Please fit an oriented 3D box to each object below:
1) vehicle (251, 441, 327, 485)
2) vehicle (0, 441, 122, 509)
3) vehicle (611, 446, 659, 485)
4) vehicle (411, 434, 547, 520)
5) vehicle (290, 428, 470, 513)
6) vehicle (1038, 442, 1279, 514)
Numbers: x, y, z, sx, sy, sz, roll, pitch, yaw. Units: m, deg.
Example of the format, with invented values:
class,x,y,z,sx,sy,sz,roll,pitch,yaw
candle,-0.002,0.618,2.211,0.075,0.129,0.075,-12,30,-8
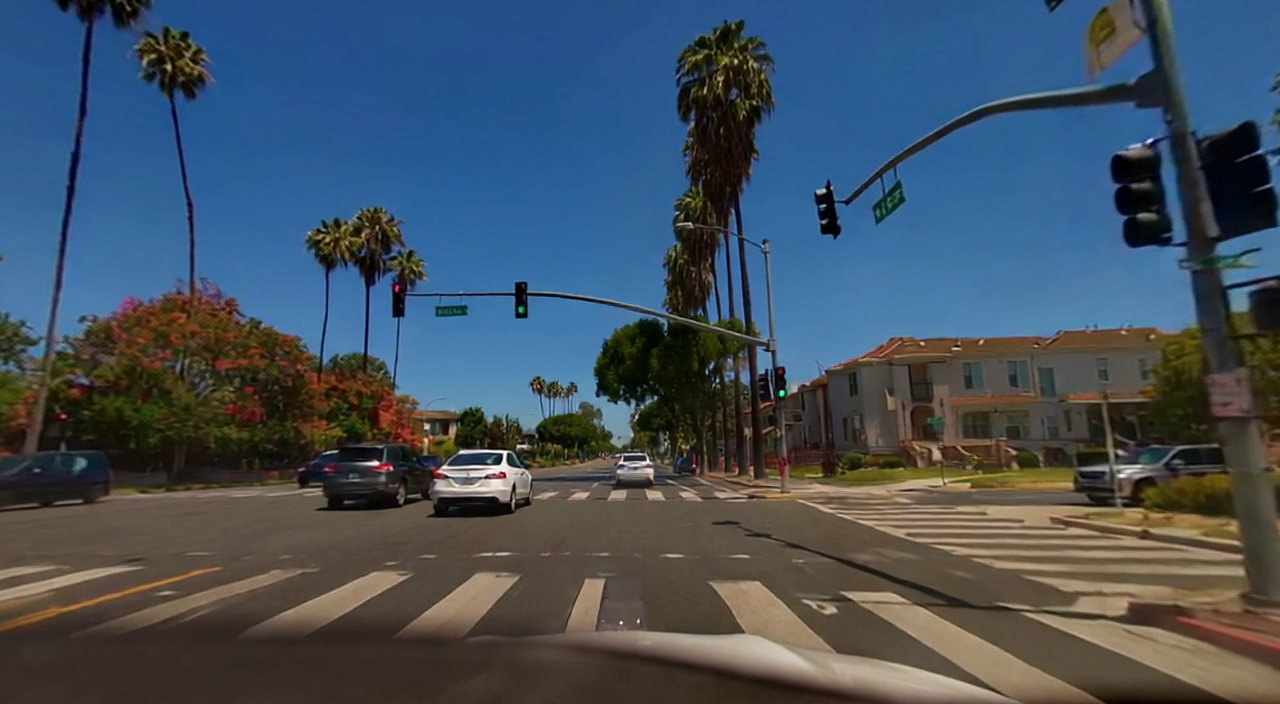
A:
class,x,y,z,sx,sy,sz,roll,pitch,yaw
vehicle,-26.132,8.256,47.149,2.512,2.978,5.172,2,-9,0
vehicle,-18.618,3.595,18.780,2.323,1.828,4.675,0,-9,0
vehicle,-0.255,5.700,31.786,2.280,1.803,4.240,0,-9,-1
vehicle,-3.799,3.033,15.821,2.116,1.806,4.516,0,-9,1
vehicle,-7.169,3.365,18.465,2.457,2.010,6.330,0,-9,1
vehicle,12.271,2.882,14.621,4.649,1.496,2.061,0,-9,-1
